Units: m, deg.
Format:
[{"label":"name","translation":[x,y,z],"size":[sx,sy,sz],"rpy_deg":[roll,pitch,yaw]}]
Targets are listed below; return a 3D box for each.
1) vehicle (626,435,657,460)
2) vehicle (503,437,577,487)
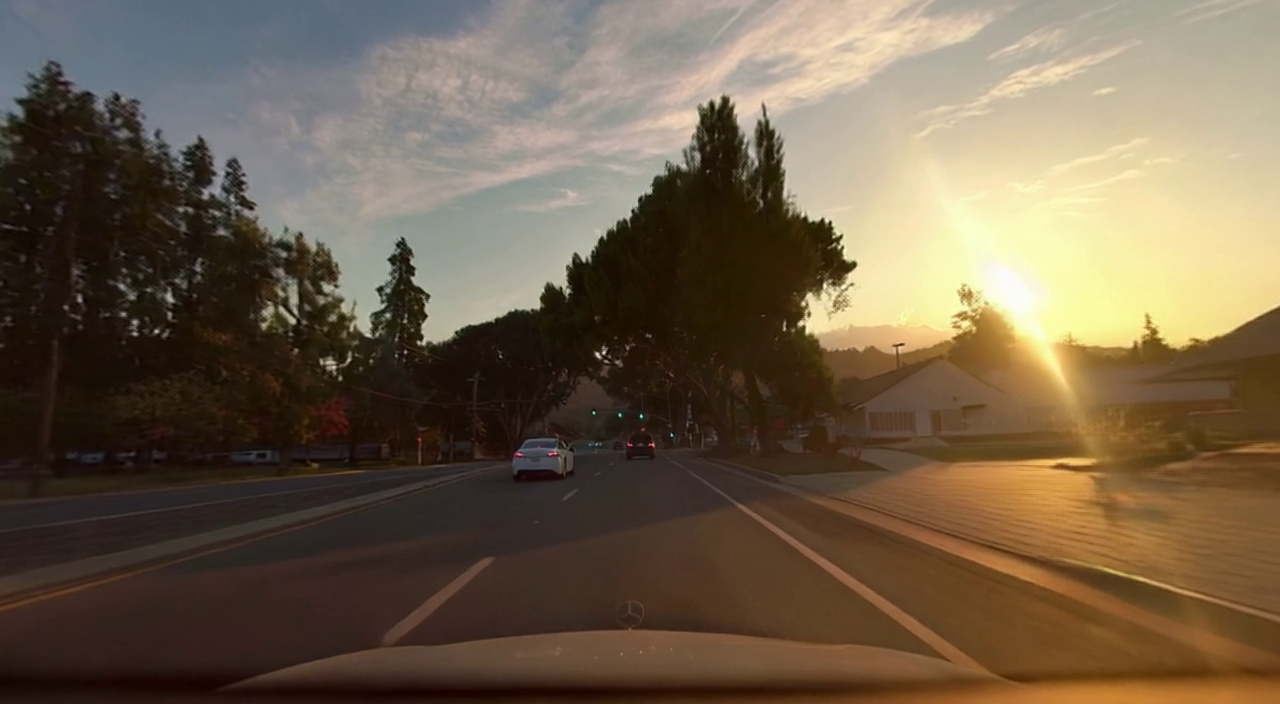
[{"label":"vehicle","translation":[0.110,7.032,46.479],"size":[2.213,1.778,4.107],"rpy_deg":[0,-8,0]},{"label":"vehicle","translation":[-3.562,4.012,23.305],"size":[1.914,1.630,4.351],"rpy_deg":[0,-8,1]}]
